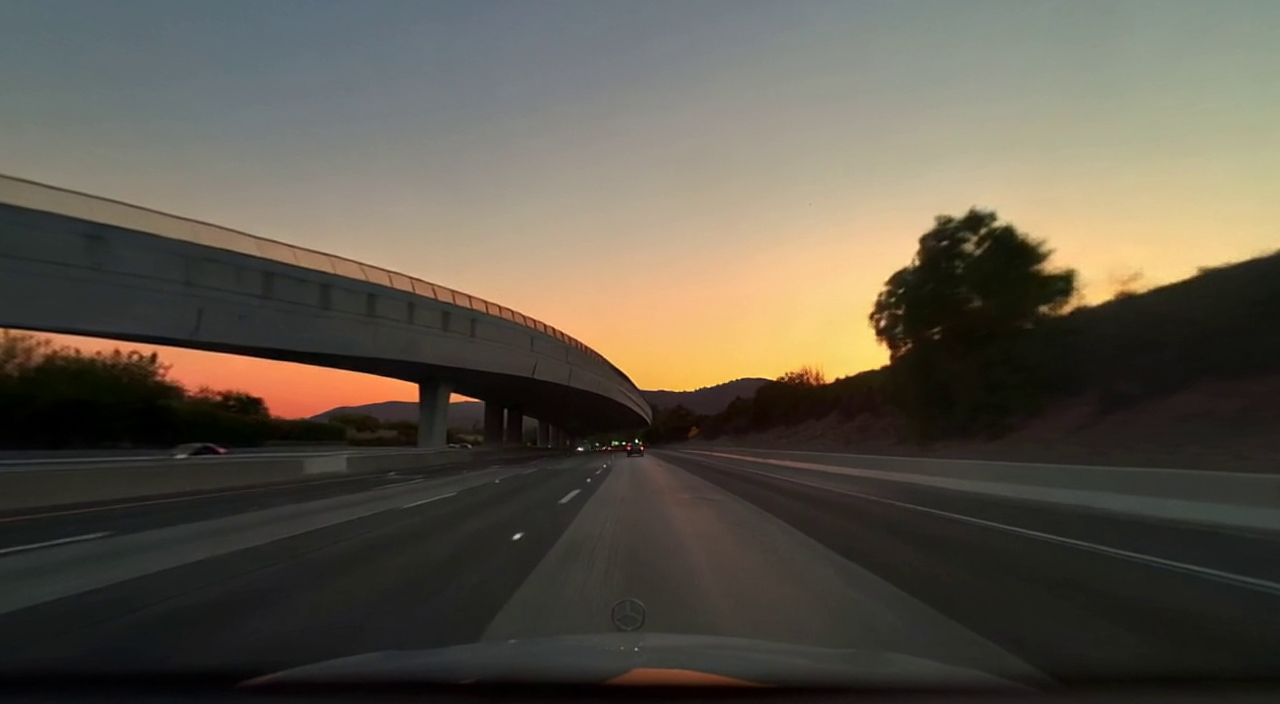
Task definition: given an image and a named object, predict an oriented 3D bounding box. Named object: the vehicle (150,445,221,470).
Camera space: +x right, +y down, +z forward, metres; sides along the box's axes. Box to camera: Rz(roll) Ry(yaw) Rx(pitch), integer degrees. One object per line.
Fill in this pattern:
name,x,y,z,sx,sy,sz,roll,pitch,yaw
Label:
vehicle,-33.046,7.644,45.802,1.898,1.680,4.533,0,-8,-2
